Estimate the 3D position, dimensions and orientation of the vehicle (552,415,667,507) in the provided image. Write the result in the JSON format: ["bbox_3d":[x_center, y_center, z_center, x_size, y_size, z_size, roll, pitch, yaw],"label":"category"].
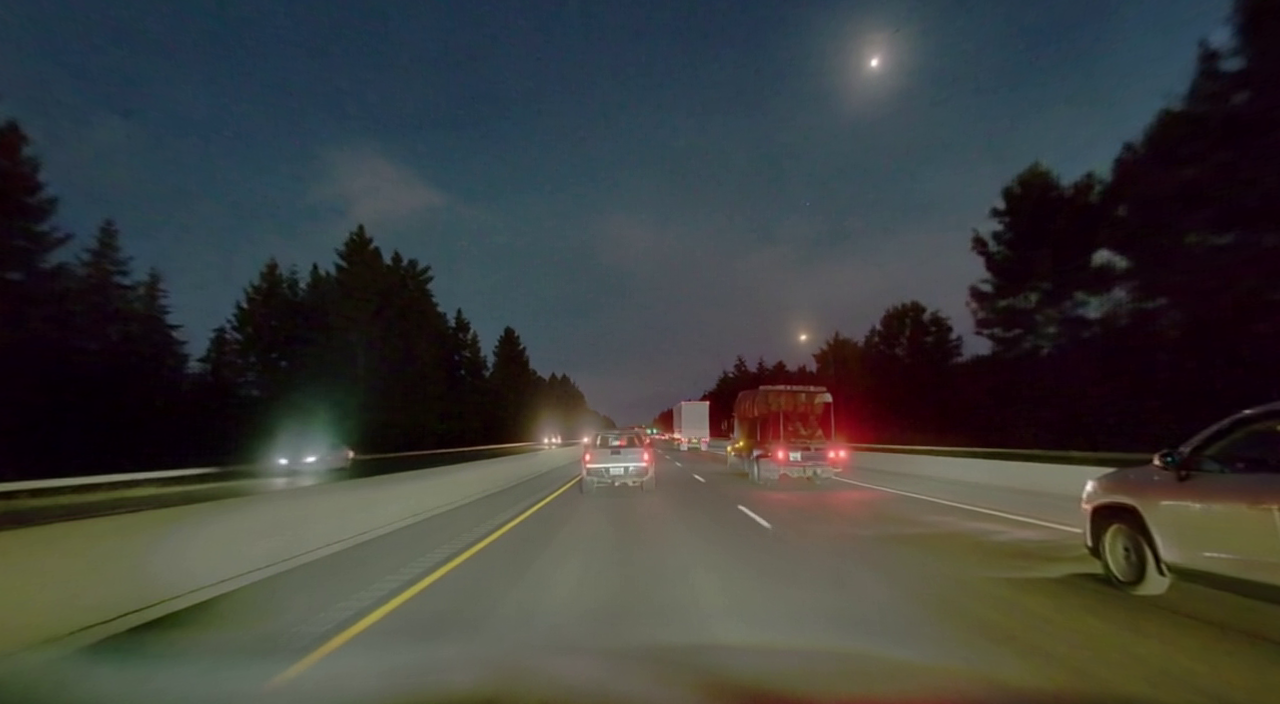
[{"bbox_3d":[-0.571,2.250,13.530,2.082,1.638,4.055,0,-8,-1],"label":"vehicle"}]

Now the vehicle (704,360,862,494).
[{"bbox_3d":[3.653,2.238,18.571,2.723,3.027,8.478,0,-7,0],"label":"vehicle"}]

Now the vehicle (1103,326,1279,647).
[{"bbox_3d":[4.830,0.722,3.157,2.011,1.905,3.905,0,-7,1],"label":"vehicle"}]

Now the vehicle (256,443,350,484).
[{"bbox_3d":[-13.513,4.453,25.530,1.787,1.453,3.660,0,-8,0],"label":"vehicle"}]
